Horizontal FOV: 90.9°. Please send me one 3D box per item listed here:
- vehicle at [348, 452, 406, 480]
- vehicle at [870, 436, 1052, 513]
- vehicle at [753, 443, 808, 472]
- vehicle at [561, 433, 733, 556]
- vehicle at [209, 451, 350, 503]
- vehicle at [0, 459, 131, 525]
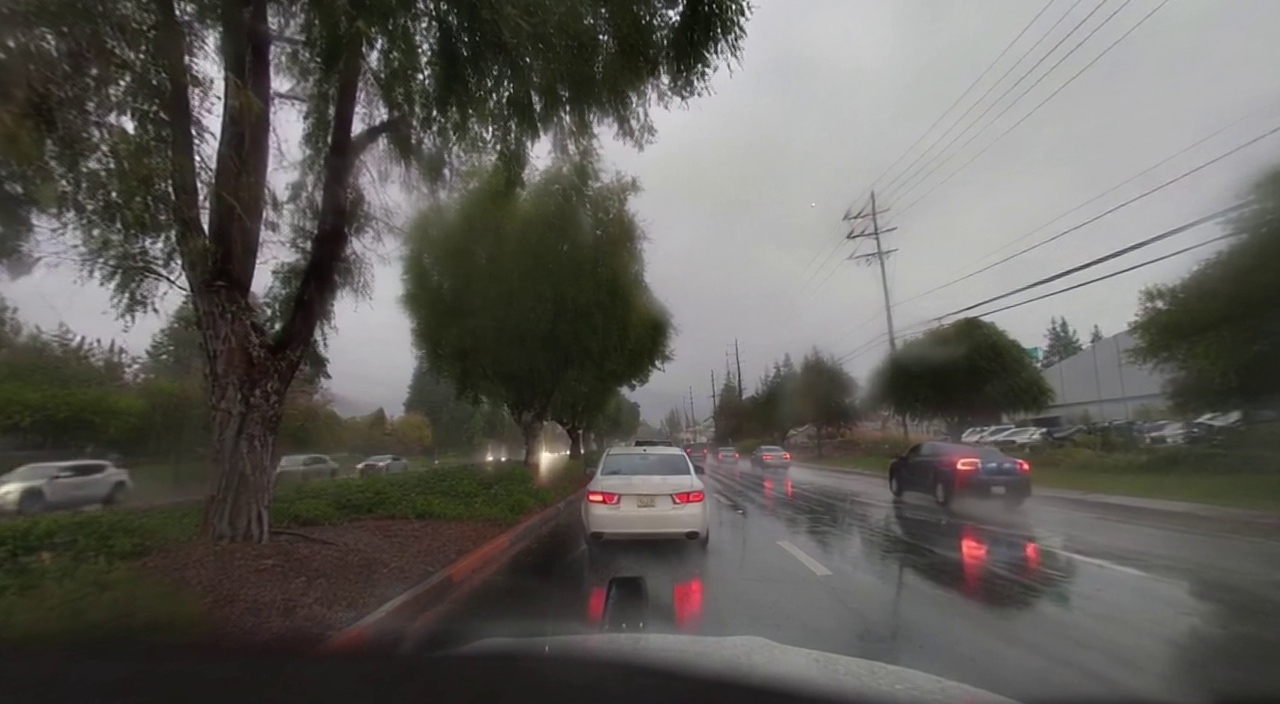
[{"bbox_3d":[-15.068,6.539,36.368,1.701,1.494,3.791,0,-8,0],"label":"vehicle"},{"bbox_3d":[7.117,2.729,14.625,1.850,1.480,4.474,0,-8,0],"label":"vehicle"},{"bbox_3d":[7.592,5.737,34.471,1.899,1.458,4.499,0,-8,-1],"label":"vehicle"},{"bbox_3d":[0.084,2.041,9.758,2.108,1.479,3.935,0,-8,0],"label":"vehicle"},{"bbox_3d":[-11.825,4.095,21.137,1.988,1.486,4.586,0,-8,0],"label":"vehicle"},{"bbox_3d":[-16.150,3.606,16.572,1.856,1.452,4.530,0,-8,-1],"label":"vehicle"}]
